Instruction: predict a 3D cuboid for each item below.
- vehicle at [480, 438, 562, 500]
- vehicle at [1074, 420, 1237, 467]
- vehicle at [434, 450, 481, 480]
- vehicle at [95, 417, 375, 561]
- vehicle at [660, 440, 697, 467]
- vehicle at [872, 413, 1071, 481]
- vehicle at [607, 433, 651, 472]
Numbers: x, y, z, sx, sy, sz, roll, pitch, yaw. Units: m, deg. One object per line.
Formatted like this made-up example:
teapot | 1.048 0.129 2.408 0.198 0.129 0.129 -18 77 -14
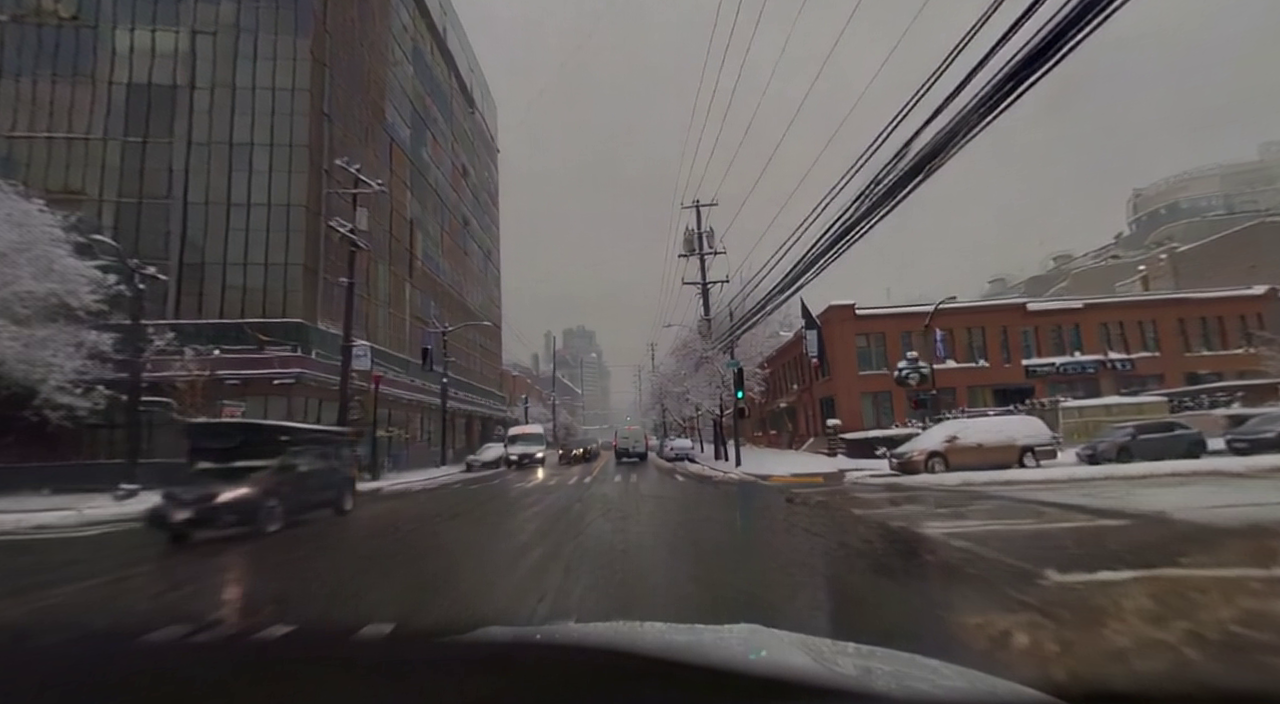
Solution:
vehicle | -3.653 3.601 20.029 2.026 1.616 4.109 -2 -7 -3
vehicle | 18.418 3.287 22.716 4.161 1.586 1.992 0 -8 -3
vehicle | -10.687 6.626 37.297 1.847 1.566 3.525 -1 -7 -2
vehicle | -6.628 2.216 11.193 2.090 1.975 4.657 0 -8 -4
vehicle | 2.391 6.509 40.704 1.934 1.633 4.271 0 -8 -2
vehicle | 10.252 2.997 19.978 4.966 1.826 2.209 -3 -8 6
vehicle | -0.649 5.248 33.179 2.127 1.893 4.194 0 -8 -3
